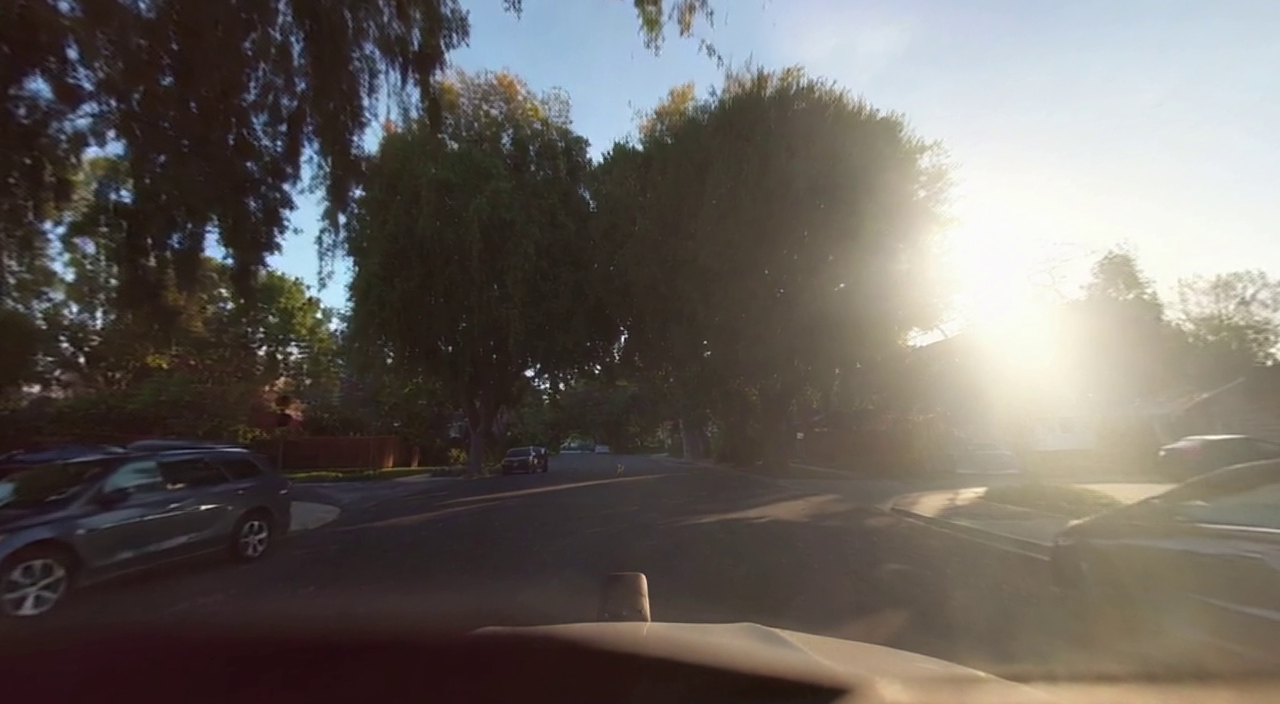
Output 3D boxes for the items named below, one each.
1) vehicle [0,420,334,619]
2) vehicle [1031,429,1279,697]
[{"bbox_3d":[-5.516,1.687,6.712,1.943,1.433,4.717,-6,-10,3],"label":"vehicle"},{"bbox_3d":[4.335,1.110,3.149,1.931,1.395,4.793,1,-8,4],"label":"vehicle"}]
